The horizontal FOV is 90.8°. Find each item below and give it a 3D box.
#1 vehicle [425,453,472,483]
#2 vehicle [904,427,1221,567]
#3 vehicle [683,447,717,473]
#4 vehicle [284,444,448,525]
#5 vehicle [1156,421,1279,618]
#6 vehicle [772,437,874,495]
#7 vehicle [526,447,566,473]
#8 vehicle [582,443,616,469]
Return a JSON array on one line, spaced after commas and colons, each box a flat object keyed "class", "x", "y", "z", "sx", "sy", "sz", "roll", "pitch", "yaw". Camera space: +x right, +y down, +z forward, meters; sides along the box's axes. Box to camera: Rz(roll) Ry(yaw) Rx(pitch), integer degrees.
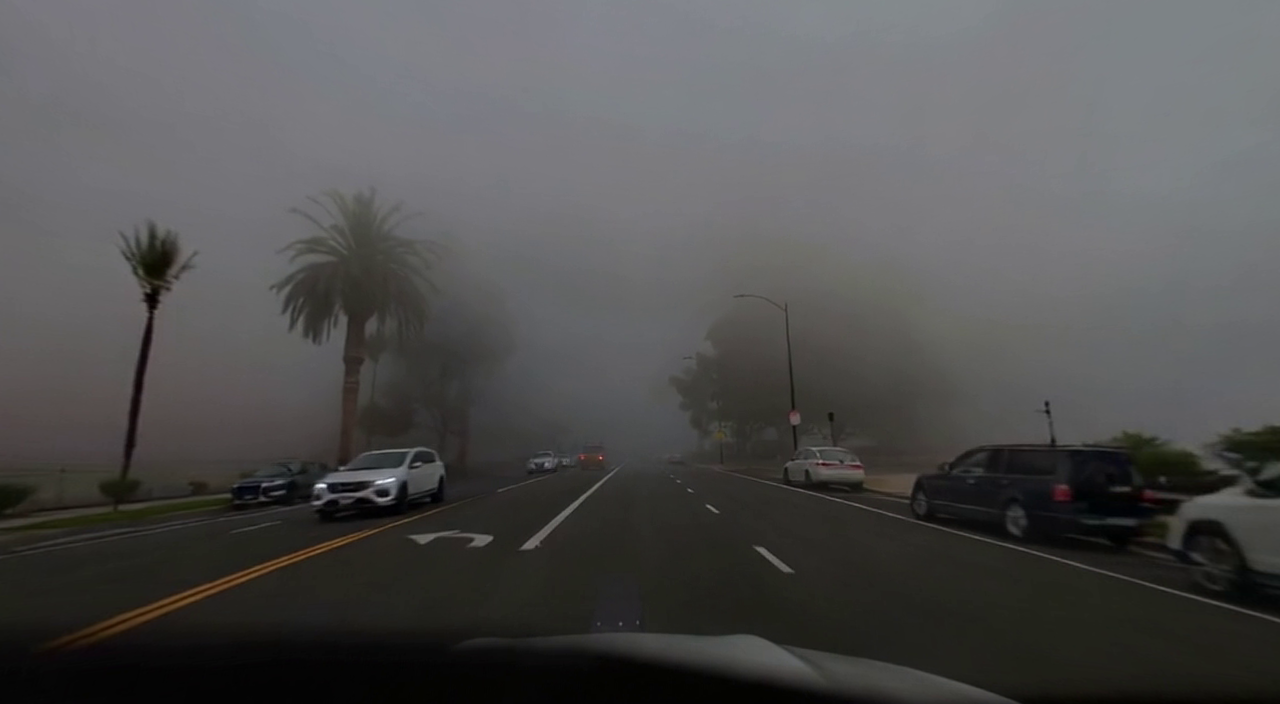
[{"class": "vehicle", "x": -12.612, "y": 7.728, "z": 41.818, "sx": 1.813, "sy": 1.544, "sz": 4.070, "roll": -1, "pitch": -15, "yaw": 0}, {"class": "vehicle", "x": 6.508, "y": 2.237, "z": 10.622, "sx": 1.966, "sy": 1.790, "sz": 4.646, "roll": 0, "pitch": -8, "yaw": -2}, {"class": "vehicle", "x": 3.683, "y": 6.711, "z": 39.487, "sx": 1.896, "sy": 1.501, "sz": 3.625, "roll": 0, "pitch": -8, "yaw": 2}, {"class": "vehicle", "x": -5.890, "y": 2.844, "z": 14.188, "sx": 2.010, "sy": 1.538, "sz": 3.871, "roll": 0, "pitch": -8, "yaw": -2}, {"class": "vehicle", "x": 6.637, "y": 1.348, "z": 4.624, "sx": 1.846, "sy": 1.739, "sz": 4.525, "roll": 0, "pitch": -8, "yaw": 0}, {"class": "vehicle", "x": 6.613, "y": 4.170, "z": 23.595, "sx": 2.128, "sy": 1.887, "sz": 5.602, "roll": 0, "pitch": -8, "yaw": 0}, {"class": "vehicle", "x": -6.225, "y": 7.184, "z": 42.312, "sx": 2.008, "sy": 1.661, "sz": 4.269, "roll": 0, "pitch": -8, "yaw": 1}, {"class": "vehicle", "x": -3.107, "y": 7.977, "z": 48.716, "sx": 2.252, "sy": 1.832, "sz": 4.843, "roll": 0, "pitch": -8, "yaw": 0}]
